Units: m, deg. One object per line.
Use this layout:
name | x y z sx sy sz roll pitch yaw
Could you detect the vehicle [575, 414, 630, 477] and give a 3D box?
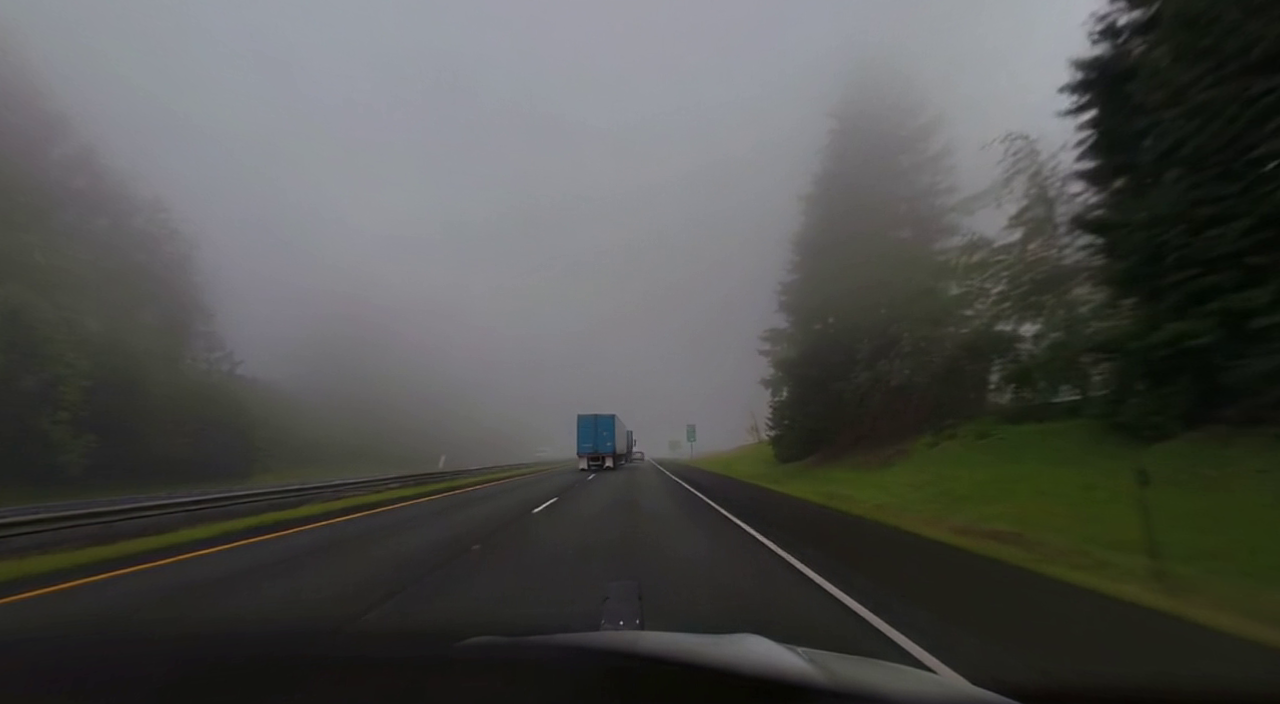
vehicle | -2.006 5.409 36.328 2.704 3.270 6.745 0 -9 1
